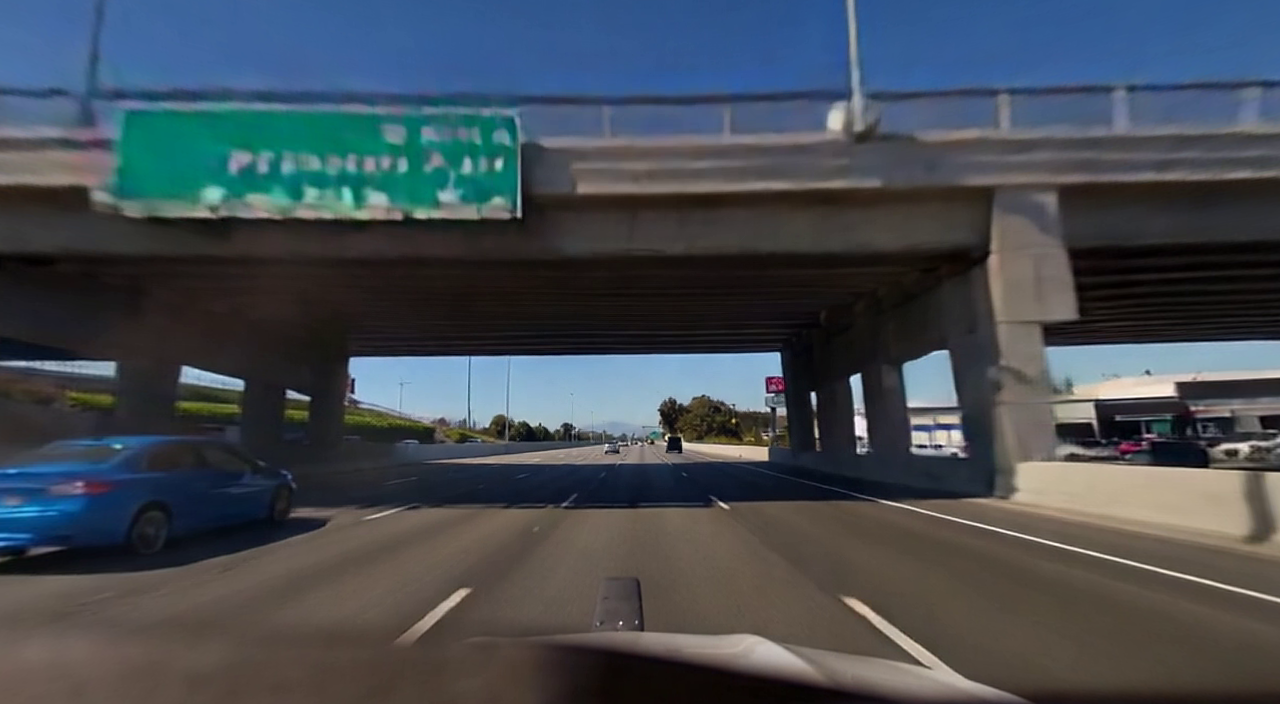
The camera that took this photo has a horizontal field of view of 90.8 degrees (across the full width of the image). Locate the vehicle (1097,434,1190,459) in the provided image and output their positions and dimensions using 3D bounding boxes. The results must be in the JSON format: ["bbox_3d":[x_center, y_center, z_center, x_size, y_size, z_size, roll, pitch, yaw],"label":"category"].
[{"bbox_3d":[35.808,6.718,44.992,4.903,1.676,1.948,0,-8,0],"label":"vehicle"}]

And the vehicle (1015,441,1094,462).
[{"bbox_3d":[29.342,7.047,44.763,4.323,1.411,1.781,0,-8,-1],"label":"vehicle"}]

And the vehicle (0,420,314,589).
[{"bbox_3d":[-6.272,1.701,7.973,1.990,1.529,4.288,0,-8,0],"label":"vehicle"}]

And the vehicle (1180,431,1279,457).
[{"bbox_3d":[42.274,6.568,44.989,5.676,1.786,2.073,0,-8,0],"label":"vehicle"}]
